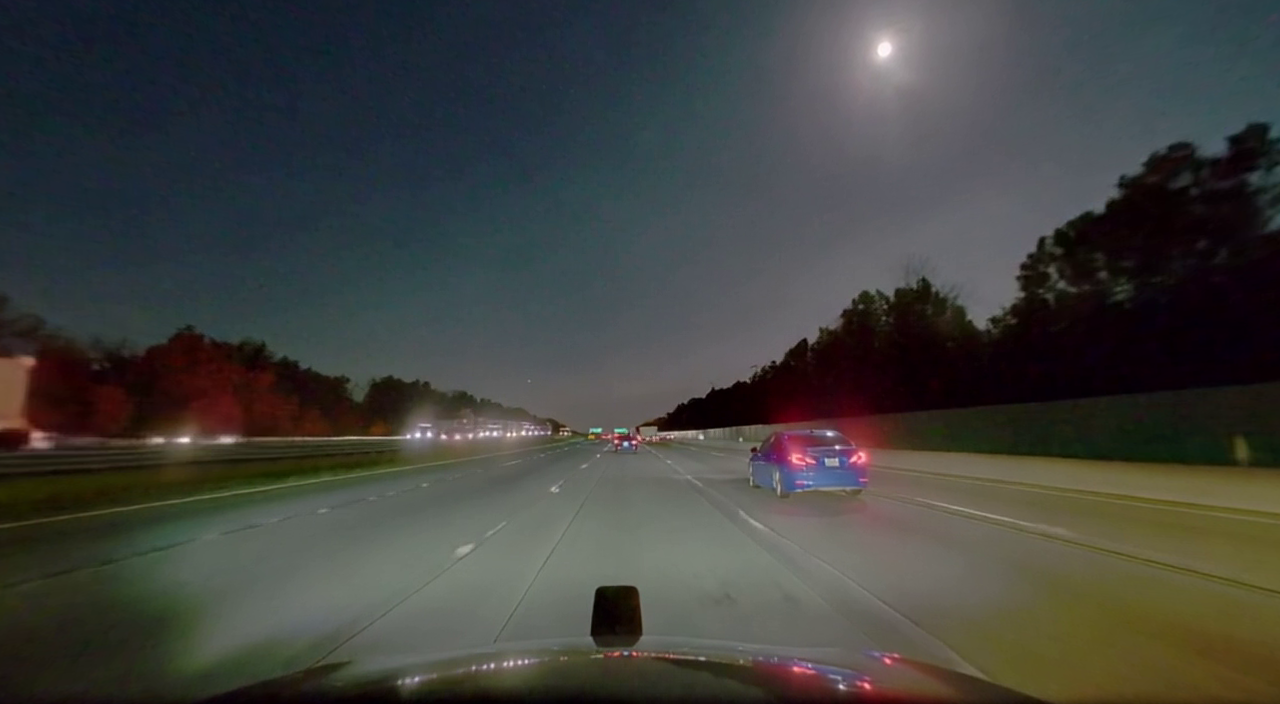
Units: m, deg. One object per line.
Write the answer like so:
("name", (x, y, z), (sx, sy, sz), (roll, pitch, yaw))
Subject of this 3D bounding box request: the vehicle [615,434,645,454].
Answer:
("vehicle", (-0.763, 6.816, 46.733), (2.121, 1.445, 4.187), (0, -8, -2))

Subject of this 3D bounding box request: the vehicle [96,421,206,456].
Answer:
("vehicle", (-22.599, 4.026, 29.279), (1.798, 1.495, 4.230), (0, -8, -1))
